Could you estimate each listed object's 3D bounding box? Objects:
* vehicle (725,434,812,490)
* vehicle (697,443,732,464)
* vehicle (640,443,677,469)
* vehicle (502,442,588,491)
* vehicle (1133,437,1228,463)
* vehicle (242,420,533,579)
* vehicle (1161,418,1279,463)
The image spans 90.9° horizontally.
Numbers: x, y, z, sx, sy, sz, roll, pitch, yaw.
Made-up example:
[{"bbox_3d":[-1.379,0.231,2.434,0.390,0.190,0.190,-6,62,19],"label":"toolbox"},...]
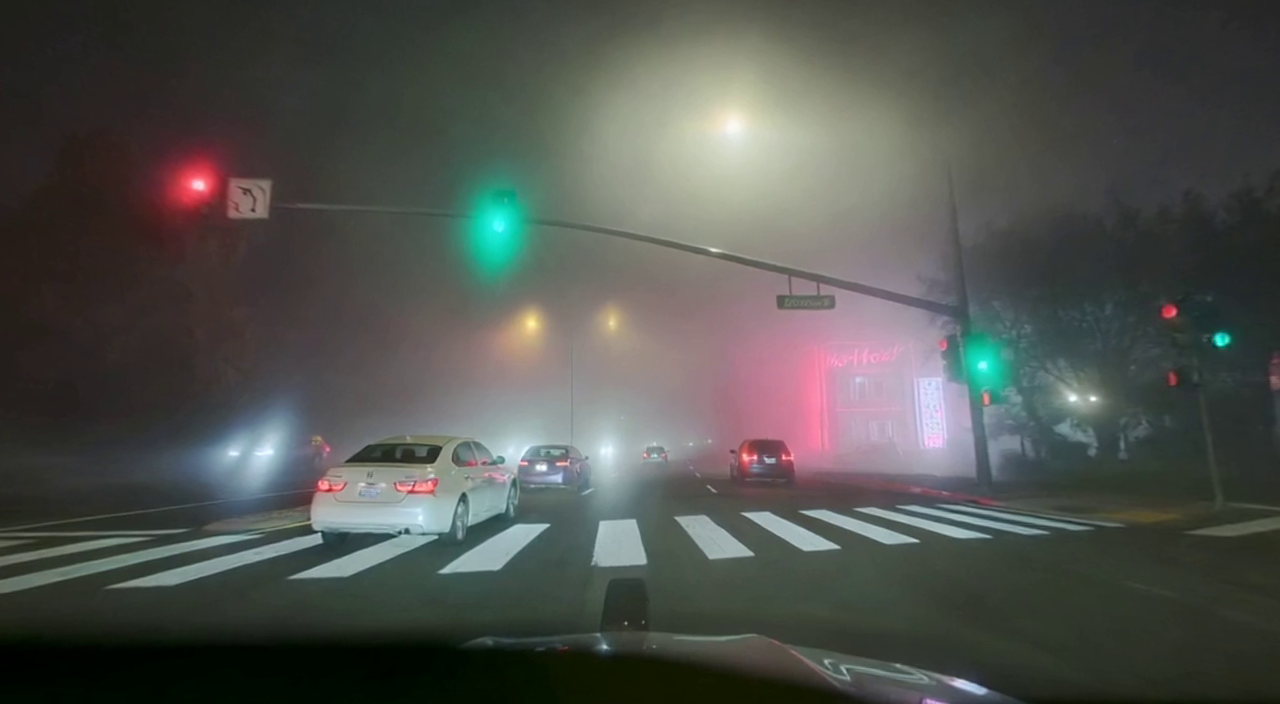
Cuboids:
[{"bbox_3d":[4.197,3.657,21.302,2.103,1.699,4.171,0,-8,1],"label":"vehicle"},{"bbox_3d":[5.720,7.851,48.849,2.243,1.557,4.359,0,-8,1],"label":"vehicle"},{"bbox_3d":[1.193,6.358,38.841,2.164,1.477,3.988,-1,-8,3],"label":"vehicle"},{"bbox_3d":[-3.074,3.788,21.308,1.980,1.454,4.226,-1,-8,4],"label":"vehicle"},{"bbox_3d":[32.465,5.867,38.057,1.842,1.448,4.443,-1,-8,1],"label":"vehicle"},{"bbox_3d":[-2.908,1.801,8.580,2.118,1.568,4.436,0,-8,0],"label":"vehicle"},{"bbox_3d":[35.109,5.343,37.969,2.335,2.458,5.717,0,-8,-2],"label":"vehicle"}]
